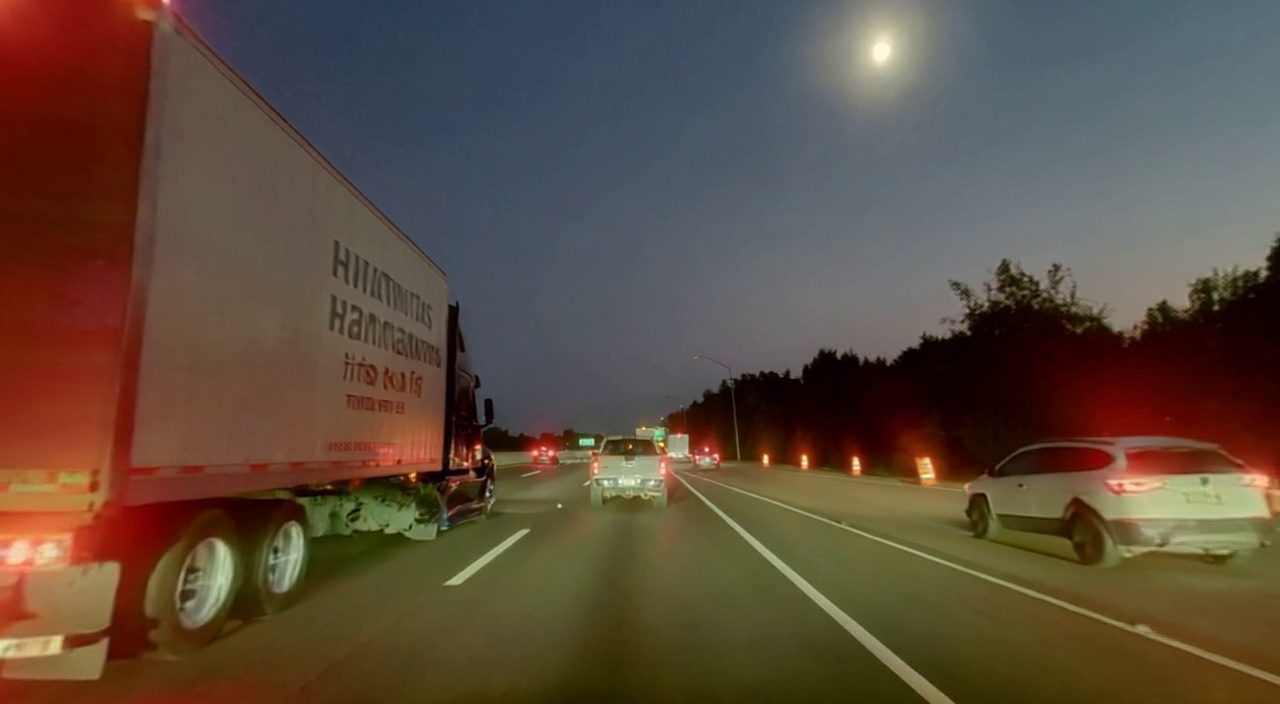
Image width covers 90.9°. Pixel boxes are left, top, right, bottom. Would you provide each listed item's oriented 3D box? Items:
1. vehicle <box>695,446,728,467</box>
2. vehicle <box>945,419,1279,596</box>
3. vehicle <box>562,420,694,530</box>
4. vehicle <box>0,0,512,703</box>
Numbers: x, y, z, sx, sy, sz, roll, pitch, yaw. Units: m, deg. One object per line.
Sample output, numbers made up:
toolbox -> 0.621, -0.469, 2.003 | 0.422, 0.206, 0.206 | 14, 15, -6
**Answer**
vehicle -> 5.338, 7.866, 47.474 | 1.918, 1.479, 4.571 | 0, -9, -1
vehicle -> 5.739, 1.722, 7.784 | 1.937, 1.601, 3.798 | 0, -9, -1
vehicle -> -0.236, 2.314, 12.373 | 2.152, 1.779, 3.924 | 0, -9, -1
vehicle -> -3.796, 0.418, 7.032 | 2.990, 3.885, 8.243 | 0, -9, 0
